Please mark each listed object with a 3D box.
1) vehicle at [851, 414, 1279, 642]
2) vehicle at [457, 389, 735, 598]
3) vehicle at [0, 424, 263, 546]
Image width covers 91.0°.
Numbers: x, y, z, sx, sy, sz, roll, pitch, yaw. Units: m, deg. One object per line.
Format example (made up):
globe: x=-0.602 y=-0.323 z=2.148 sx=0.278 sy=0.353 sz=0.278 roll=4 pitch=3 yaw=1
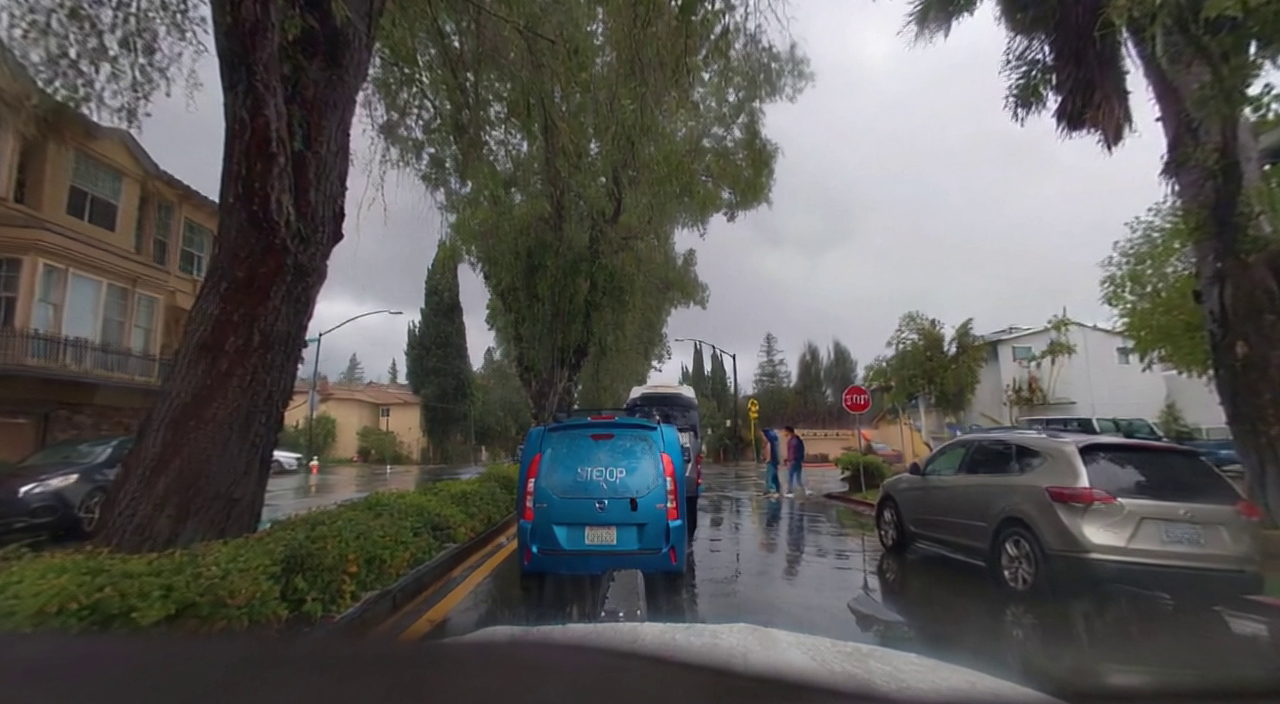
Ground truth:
vehicle: x=4.214 y=1.665 z=7.054 sx=1.959 sy=1.581 sz=4.731 roll=4 pitch=-9 yaw=-2
vehicle: x=-0.397 y=1.563 z=7.817 sx=2.377 sy=1.787 sz=4.652 roll=0 pitch=-8 yaw=-1
vehicle: x=-8.297 y=1.993 z=10.188 sx=1.825 sy=1.532 sz=4.083 roll=-3 pitch=-7 yaw=1
